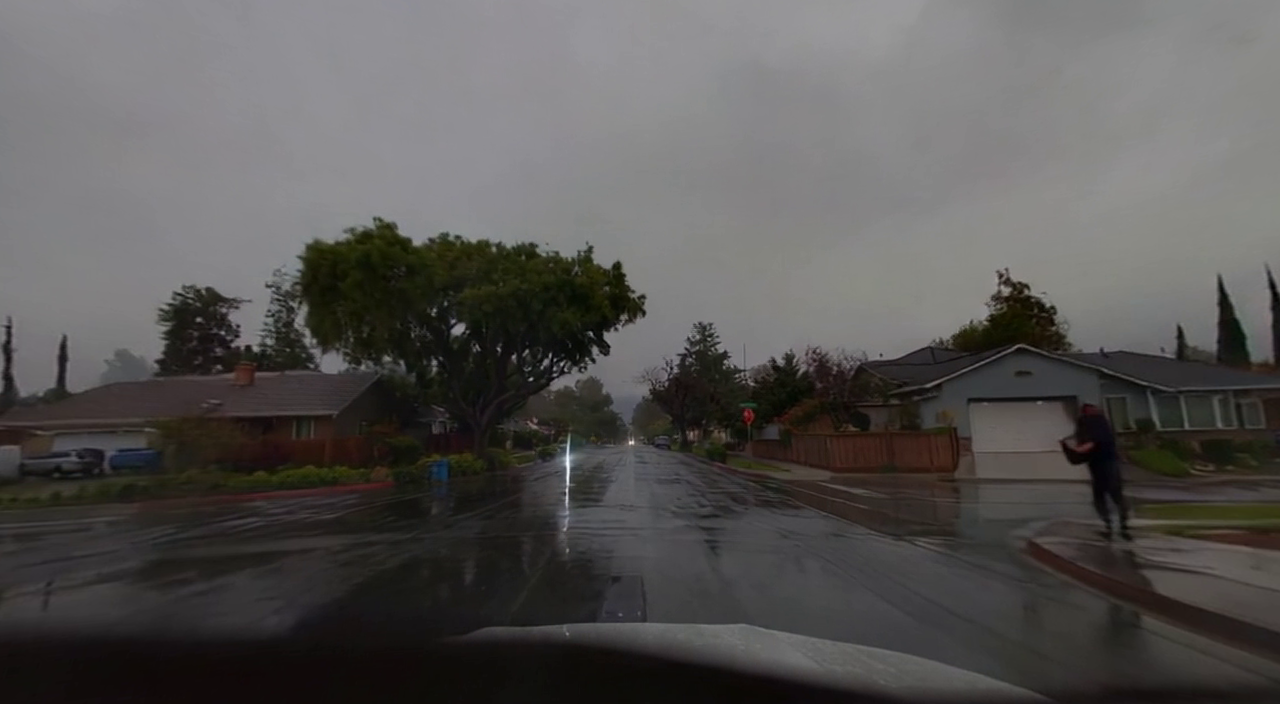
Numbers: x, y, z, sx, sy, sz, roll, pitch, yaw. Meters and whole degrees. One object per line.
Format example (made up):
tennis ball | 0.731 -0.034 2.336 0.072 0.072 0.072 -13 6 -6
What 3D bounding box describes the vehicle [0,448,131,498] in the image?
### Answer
vehicle | -24.864 5.137 26.964 2.004 1.856 4.934 -4 -9 2
